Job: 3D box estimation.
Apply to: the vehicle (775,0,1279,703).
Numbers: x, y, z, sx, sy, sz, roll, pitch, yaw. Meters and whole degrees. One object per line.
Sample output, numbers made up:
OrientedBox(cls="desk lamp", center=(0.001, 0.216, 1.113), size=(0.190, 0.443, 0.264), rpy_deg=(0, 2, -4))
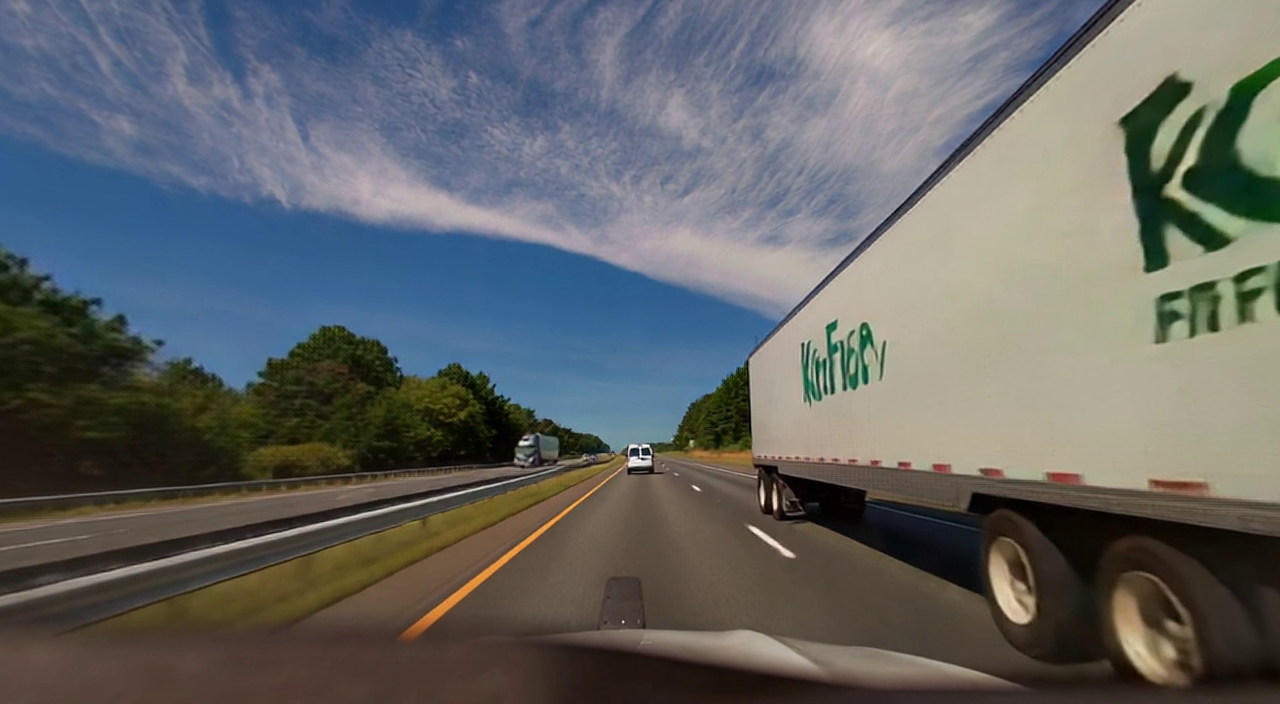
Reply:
OrientedBox(cls="vehicle", center=(4.354, 0.355, 6.594), size=(3.030, 3.985, 12.707), rpy_deg=(0, -9, 0))

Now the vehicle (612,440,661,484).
OrientedBox(cls="vehicle", center=(-0.146, 5.035, 29.180), size=(2.105, 1.865, 4.102), rpy_deg=(0, -9, 0))
